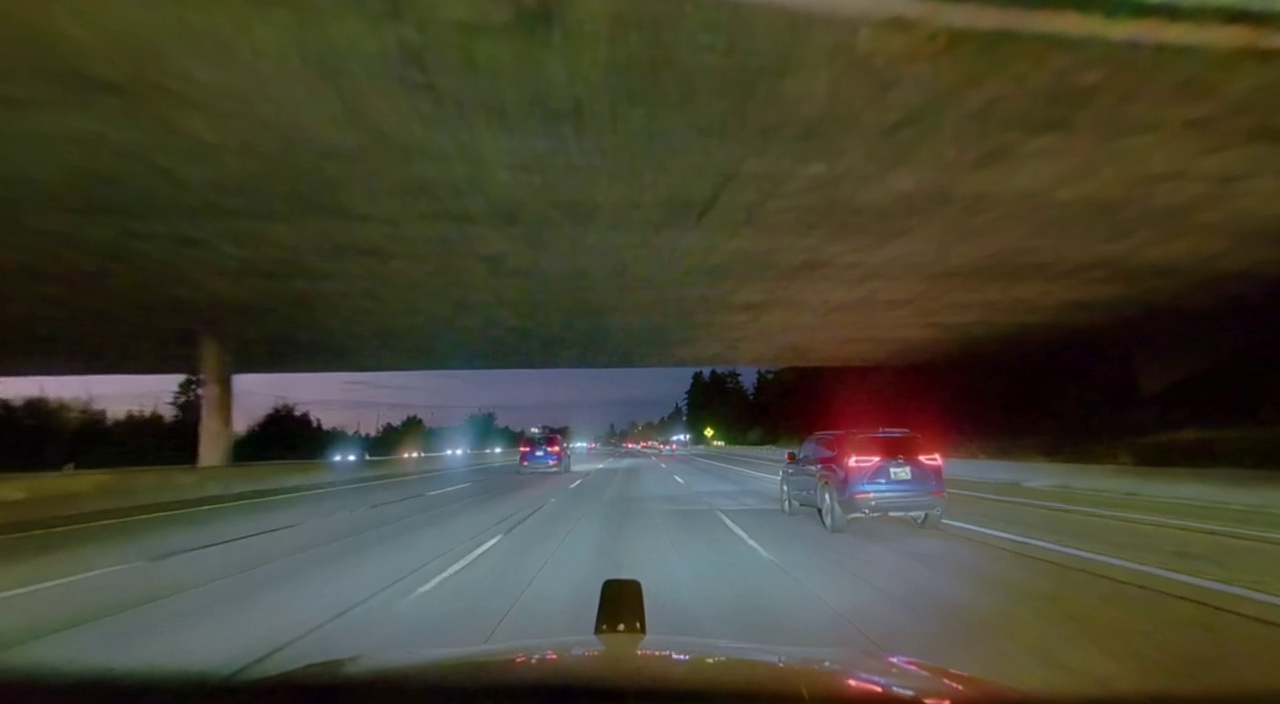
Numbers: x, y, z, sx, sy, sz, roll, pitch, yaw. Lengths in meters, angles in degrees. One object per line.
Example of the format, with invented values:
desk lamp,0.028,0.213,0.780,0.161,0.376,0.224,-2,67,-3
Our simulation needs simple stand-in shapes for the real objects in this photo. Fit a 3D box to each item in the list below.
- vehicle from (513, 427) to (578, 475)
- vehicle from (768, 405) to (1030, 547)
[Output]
vehicle,-3.934,4.241,27.094,2.018,1.872,4.728,0,-9,0
vehicle,3.706,1.891,10.204,2.185,1.749,4.477,0,-9,-2
